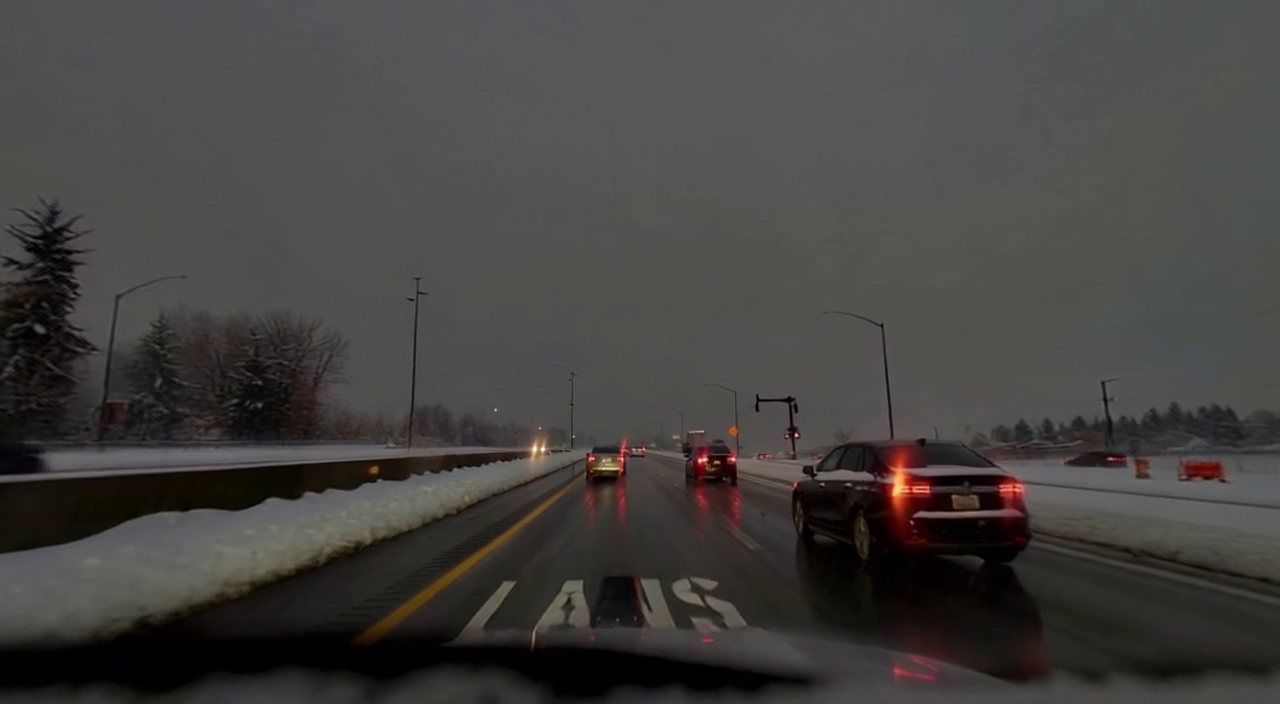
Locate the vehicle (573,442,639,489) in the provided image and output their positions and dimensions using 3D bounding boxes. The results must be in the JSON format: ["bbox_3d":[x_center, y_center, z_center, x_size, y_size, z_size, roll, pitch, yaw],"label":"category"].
[{"bbox_3d":[-1.123,3.885,21.915,2.069,1.470,4.004,0,-9,-2],"label":"vehicle"}]

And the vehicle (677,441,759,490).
[{"bbox_3d":[2.545,3.842,21.739,2.042,1.460,4.451,0,-9,-3],"label":"vehicle"}]

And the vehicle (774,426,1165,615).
[{"bbox_3d":[3.061,1.652,7.165,1.996,1.455,4.281,0,-9,-2],"label":"vehicle"}]
